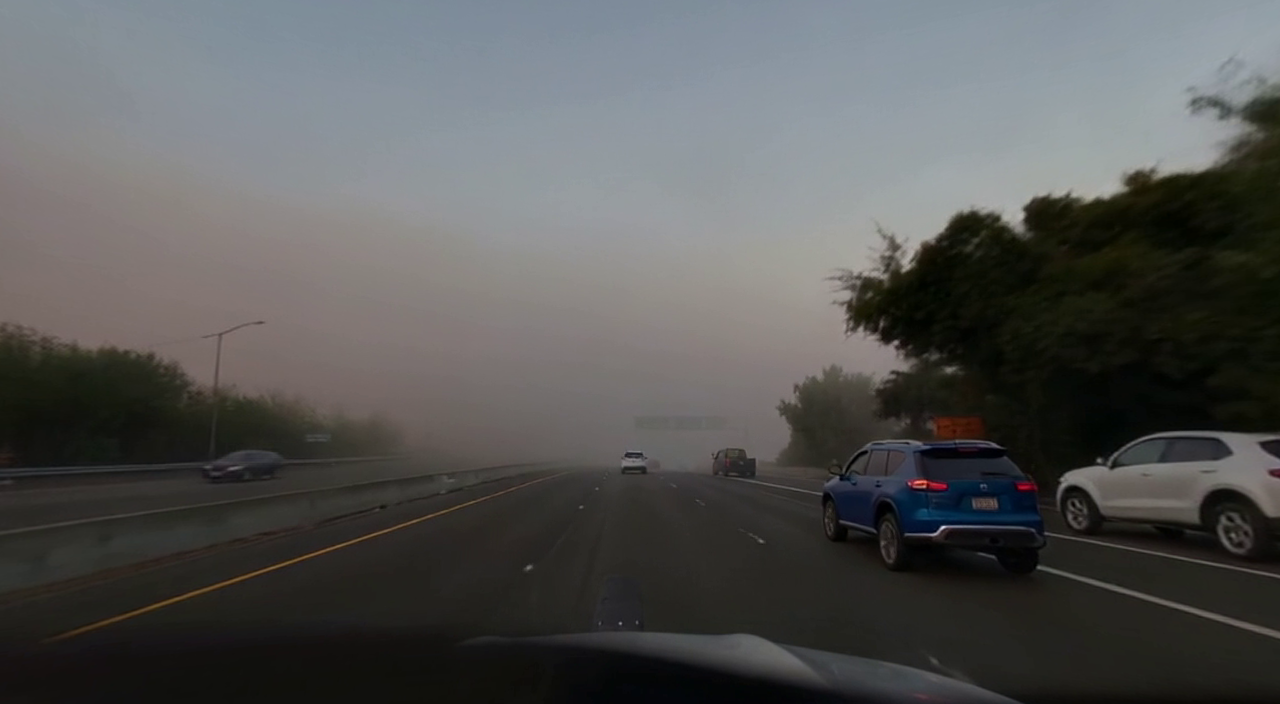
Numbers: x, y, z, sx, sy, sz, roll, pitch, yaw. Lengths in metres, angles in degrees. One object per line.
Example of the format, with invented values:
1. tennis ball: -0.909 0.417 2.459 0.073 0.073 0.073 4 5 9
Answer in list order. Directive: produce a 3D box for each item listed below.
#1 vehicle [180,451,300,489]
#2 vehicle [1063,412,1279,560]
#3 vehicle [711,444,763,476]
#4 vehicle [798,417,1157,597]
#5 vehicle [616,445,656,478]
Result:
1. vehicle: -17.061 5.035 27.324 2.137 1.454 4.701 0 -8 0
2. vehicle: 8.843 1.846 9.075 1.967 1.816 4.775 0 -8 -3
3. vehicle: 7.217 8.126 47.785 2.526 2.230 6.190 0 -8 -3
4. vehicle: 3.722 1.765 8.136 2.097 1.659 4.320 0 -8 -2
5. vehicle: -0.322 6.302 36.785 2.181 1.768 4.383 0 -8 -2
